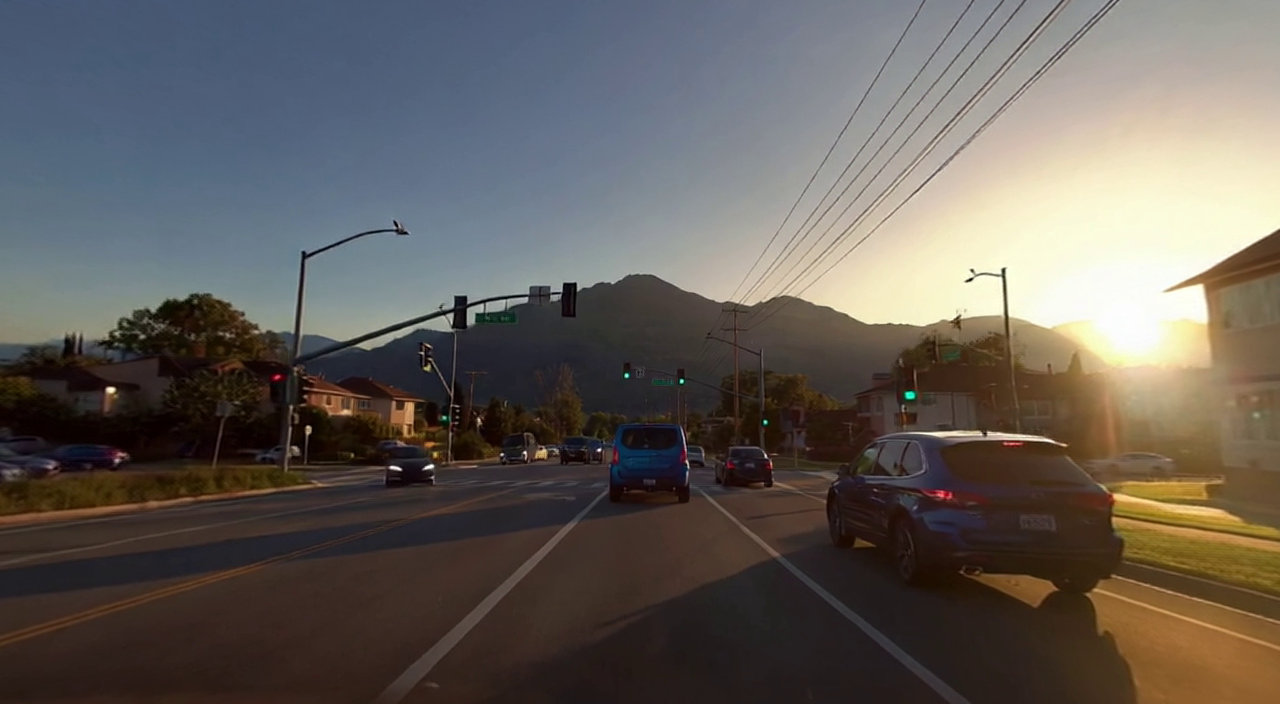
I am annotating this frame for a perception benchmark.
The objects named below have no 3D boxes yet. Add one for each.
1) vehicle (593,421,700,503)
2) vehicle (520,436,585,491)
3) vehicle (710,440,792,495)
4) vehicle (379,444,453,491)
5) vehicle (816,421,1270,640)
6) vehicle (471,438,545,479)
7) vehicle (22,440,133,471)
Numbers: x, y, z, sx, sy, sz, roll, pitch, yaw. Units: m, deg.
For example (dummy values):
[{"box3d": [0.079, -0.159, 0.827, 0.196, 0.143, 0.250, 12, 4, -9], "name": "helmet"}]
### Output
[{"box3d": [0.193, 3.094, 18.237, 2.636, 2.011, 5.130, 0, -8, 1], "name": "vehicle"}, {"box3d": [-3.037, 3.965, 22.828, 2.059, 1.749, 4.458, 1, -8, -5], "name": "vehicle"}, {"box3d": [3.620, 3.836, 21.393, 1.957, 1.646, 4.355, 0, -8, 0], "name": "vehicle"}, {"box3d": [-8.531, 4.268, 23.773, 2.005, 1.533, 4.644, 4, -9, -26], "name": "vehicle"}, {"box3d": [3.767, 1.714, 7.279, 2.155, 1.658, 4.721, 0, -8, 1], "name": "vehicle"}, {"box3d": [-6.703, 5.286, 31.725, 1.999, 1.864, 4.530, 6, -10, -34], "name": "vehicle"}, {"box3d": [-32.055, 5.904, 36.024, 4.428, 1.738, 1.886, 0, -8, -1], "name": "vehicle"}]
